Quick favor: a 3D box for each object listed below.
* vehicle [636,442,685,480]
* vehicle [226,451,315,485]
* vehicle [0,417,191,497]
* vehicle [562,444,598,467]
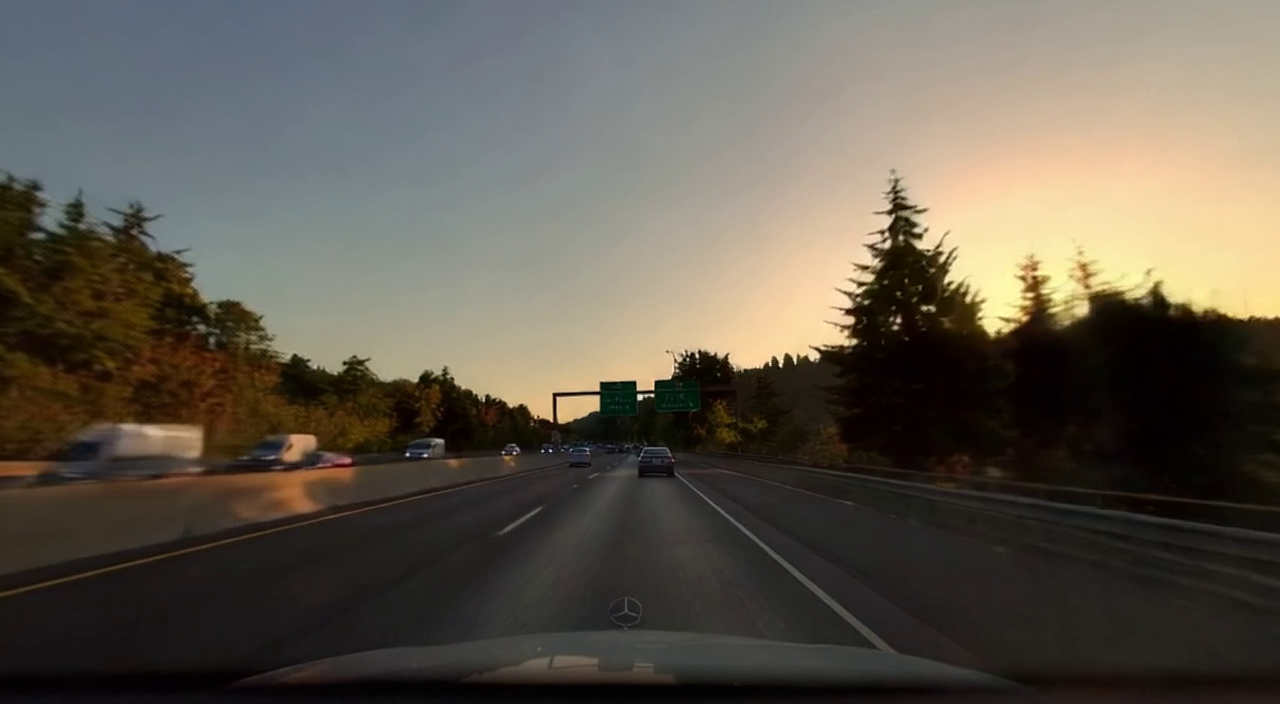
[{"bbox_3d":[0.854,4.631,26.900,1.960,1.456,3.818,0,-9,1],"label":"vehicle"},{"bbox_3d":[-16.660,5.217,28.633,1.782,1.442,3.680,0,-9,0],"label":"vehicle"},{"bbox_3d":[-20.763,3.972,24.081,2.353,2.613,6.328,0,-9,1],"label":"vehicle"},{"bbox_3d":[-4.169,7.297,44.405,2.081,1.534,4.543,0,-9,1],"label":"vehicle"}]
